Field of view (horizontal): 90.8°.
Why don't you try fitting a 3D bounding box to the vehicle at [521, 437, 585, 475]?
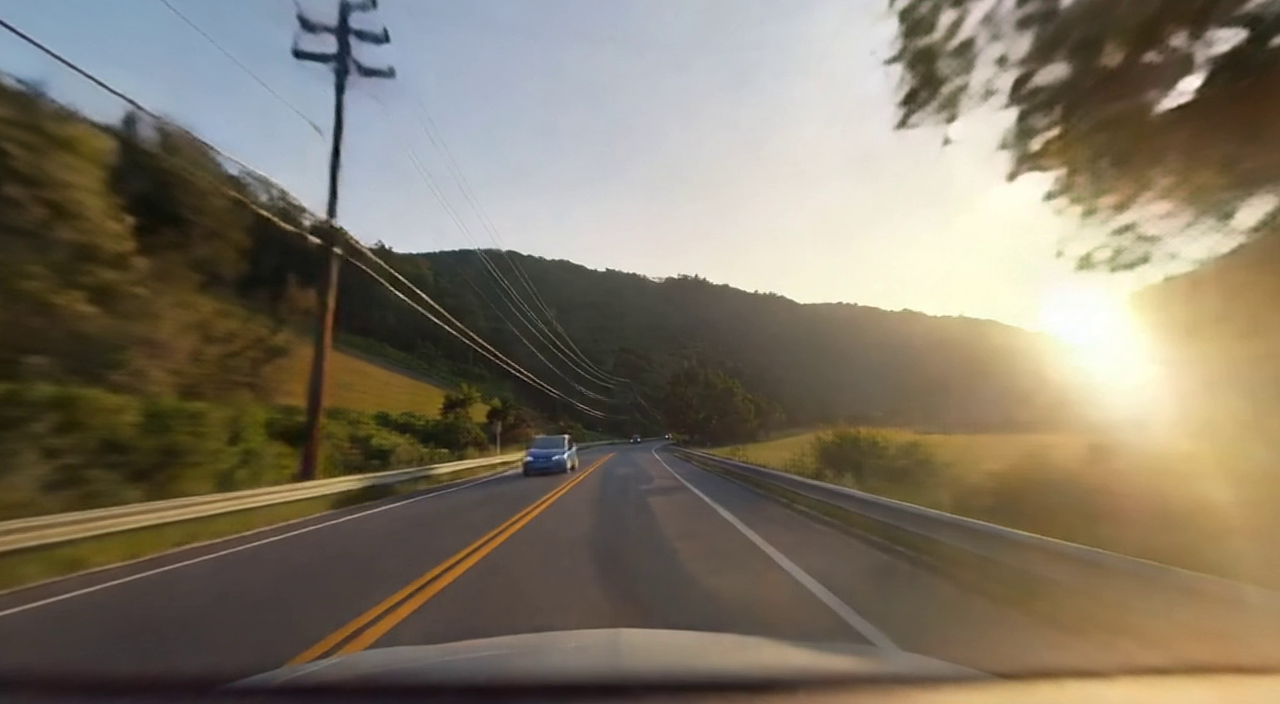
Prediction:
[{"bbox_3d":[-3.674,4.494,27.463,2.083,1.486,4.446,0,-9,1],"label":"vehicle"}]
